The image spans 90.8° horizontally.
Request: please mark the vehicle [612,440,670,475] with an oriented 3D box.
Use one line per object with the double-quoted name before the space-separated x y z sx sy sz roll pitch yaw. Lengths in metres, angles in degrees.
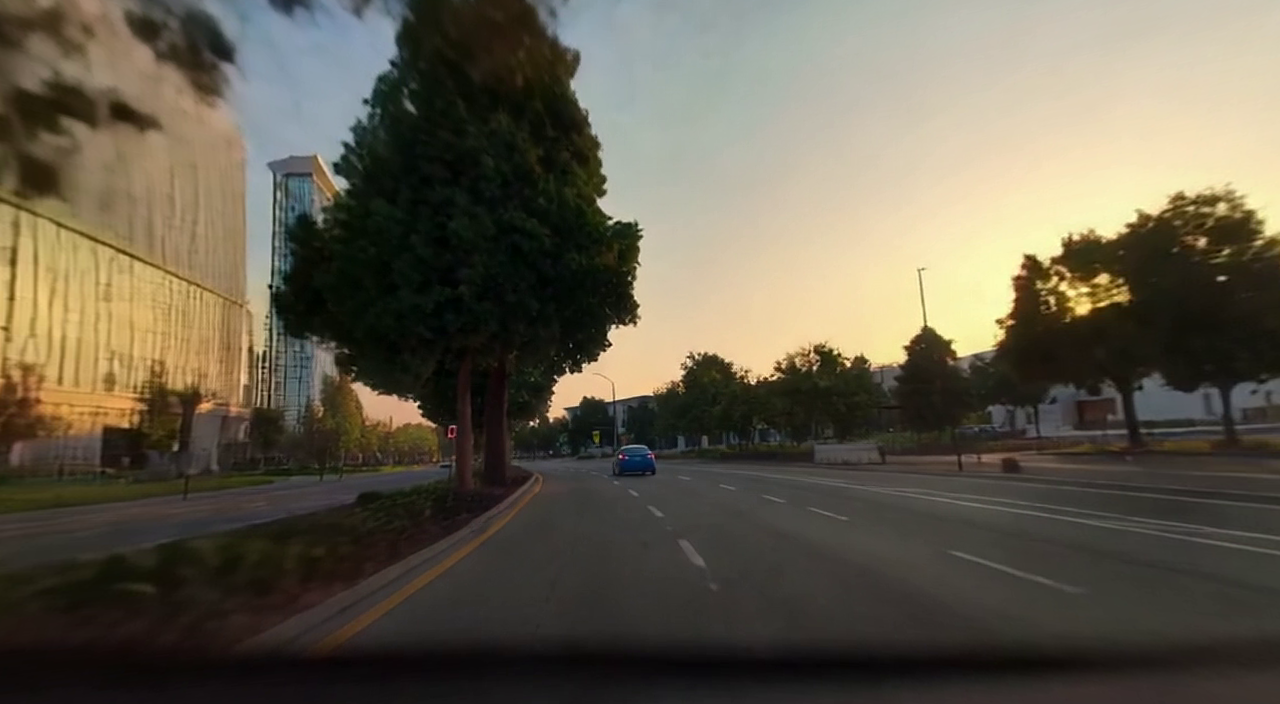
"vehicle" -0.042 5.374 32.407 2.165 1.633 4.381 1 -9 -10
